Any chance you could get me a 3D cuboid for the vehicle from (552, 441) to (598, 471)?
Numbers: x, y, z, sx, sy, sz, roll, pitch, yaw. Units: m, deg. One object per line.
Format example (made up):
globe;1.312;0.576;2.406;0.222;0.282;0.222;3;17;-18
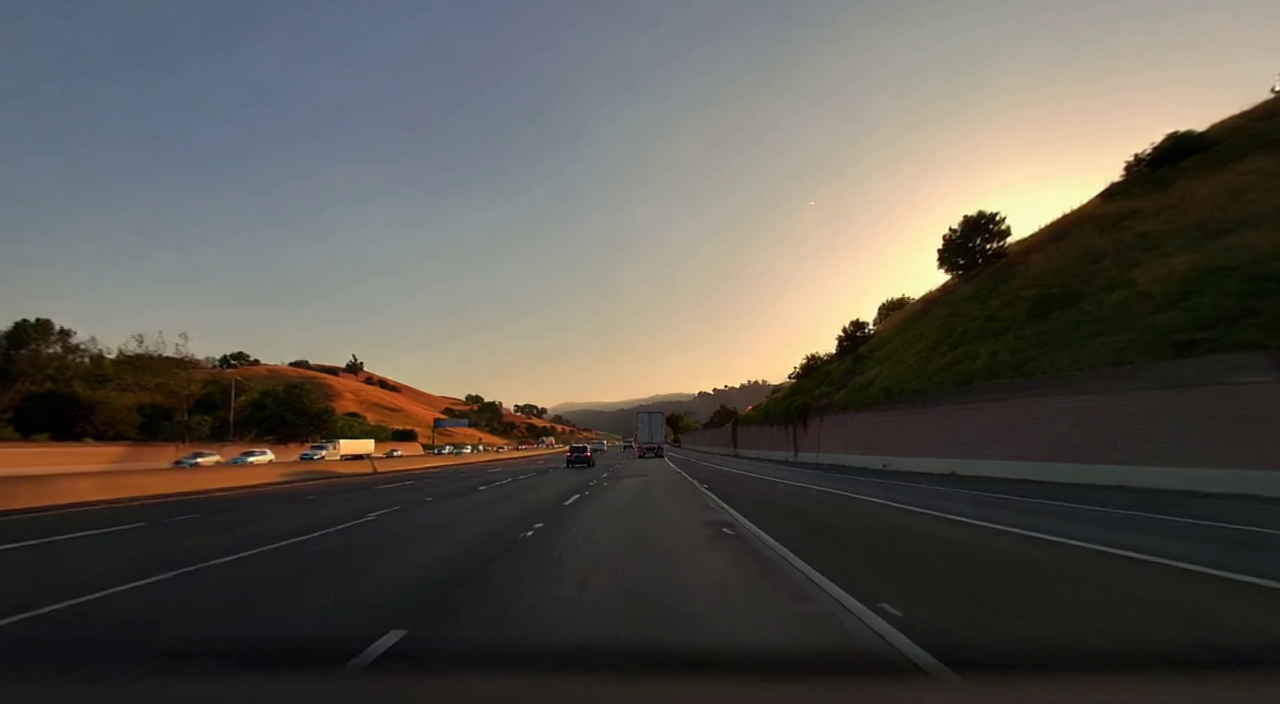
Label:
vehicle;-3.431;5.616;34.164;1.983;1.508;4.060;0;-8;1
